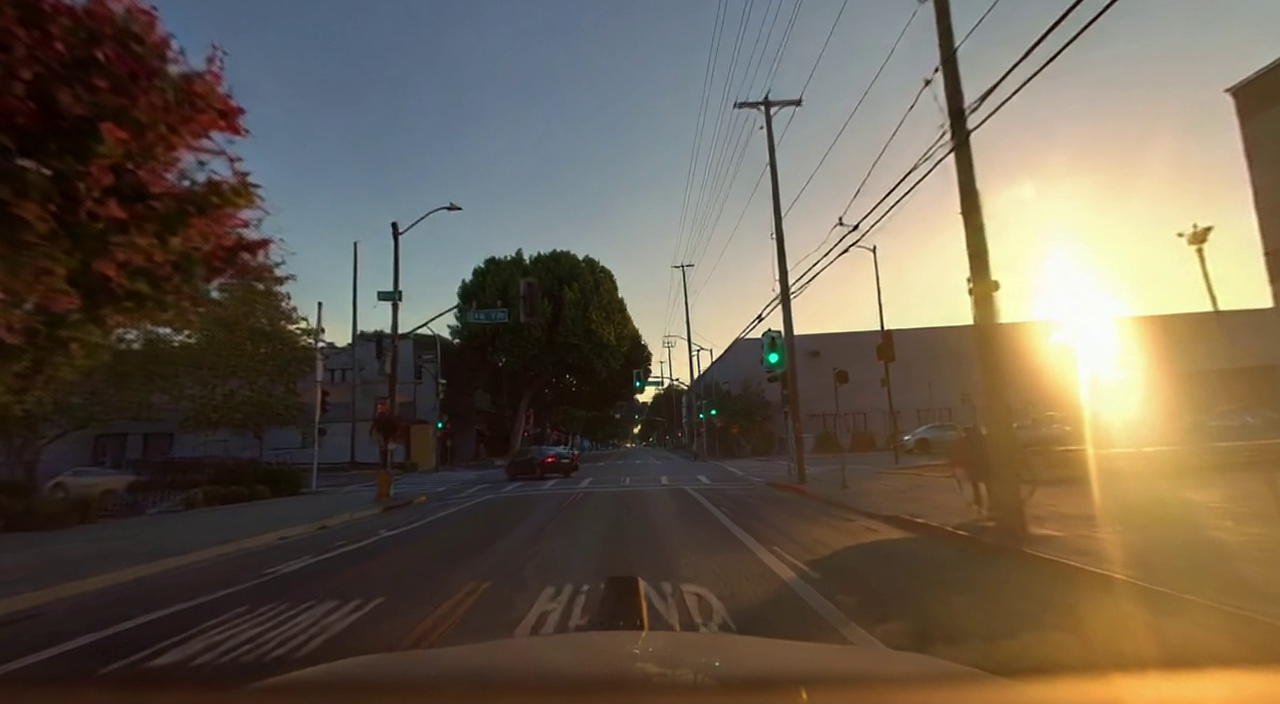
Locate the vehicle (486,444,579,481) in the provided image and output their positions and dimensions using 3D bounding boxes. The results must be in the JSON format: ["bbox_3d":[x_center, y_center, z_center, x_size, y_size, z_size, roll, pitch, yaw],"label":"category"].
[{"bbox_3d":[-4.977,4.949,28.720,2.118,1.478,4.624,5,-10,-39],"label":"vehicle"}]

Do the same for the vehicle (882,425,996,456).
[{"bbox_3d":[14.645,4.375,31.141,4.632,1.484,1.907,0,-9,-1],"label":"vehicle"}]
